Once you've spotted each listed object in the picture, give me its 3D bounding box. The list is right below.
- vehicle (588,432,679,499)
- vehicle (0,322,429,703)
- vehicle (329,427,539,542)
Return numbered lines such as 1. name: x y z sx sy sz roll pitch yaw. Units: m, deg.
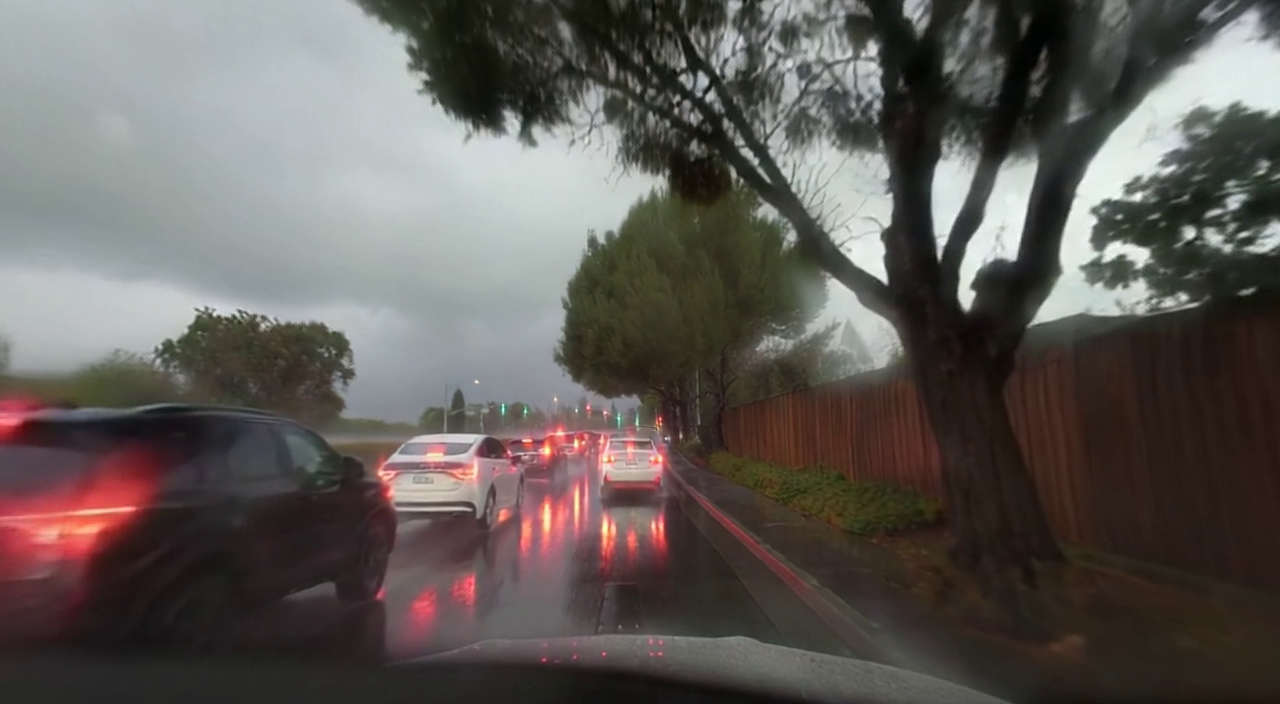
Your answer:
1. vehicle: -0.138 2.773 15.742 1.995 1.460 3.865 0 -8 0
2. vehicle: -3.090 1.052 3.931 1.999 1.727 4.340 0 -8 0
3. vehicle: -3.155 2.130 10.842 1.980 1.520 4.636 0 -8 1
